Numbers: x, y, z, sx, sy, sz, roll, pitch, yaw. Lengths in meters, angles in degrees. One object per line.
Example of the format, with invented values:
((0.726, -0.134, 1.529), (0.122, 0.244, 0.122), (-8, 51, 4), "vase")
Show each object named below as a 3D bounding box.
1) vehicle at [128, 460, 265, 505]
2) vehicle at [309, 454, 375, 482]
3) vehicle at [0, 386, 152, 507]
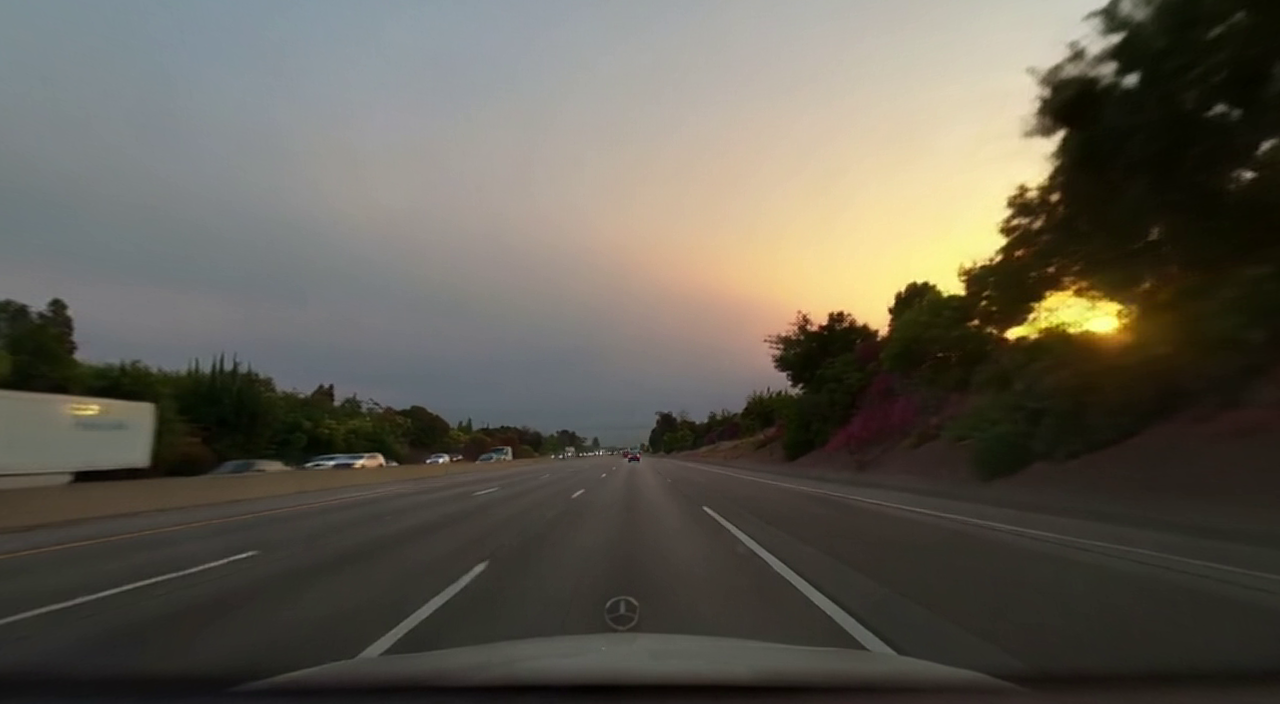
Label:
((-16.967, 4.970, 24.324), (1.890, 1.499, 4.573), (0, -9, 1), "vehicle")
((-18.905, 7.359, 39.968), (1.926, 1.583, 4.652), (0, -9, 0), "vehicle")
((-22.786, 3.037, 20.155), (2.894, 4.016, 14.067), (0, -9, 0), "vehicle")
